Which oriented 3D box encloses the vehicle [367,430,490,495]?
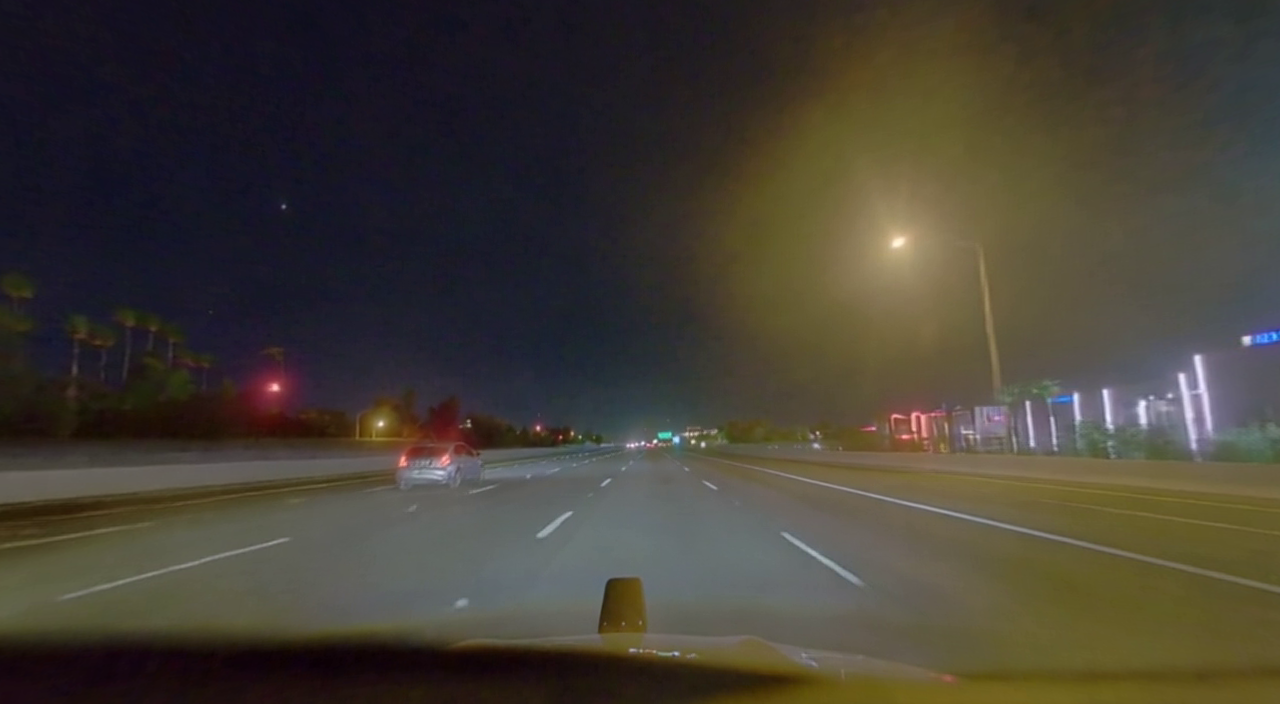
[{"bbox_3d":[-6.527,3.479,20.162,2.145,1.793,4.762,-1,-9,2],"label":"vehicle"}]
